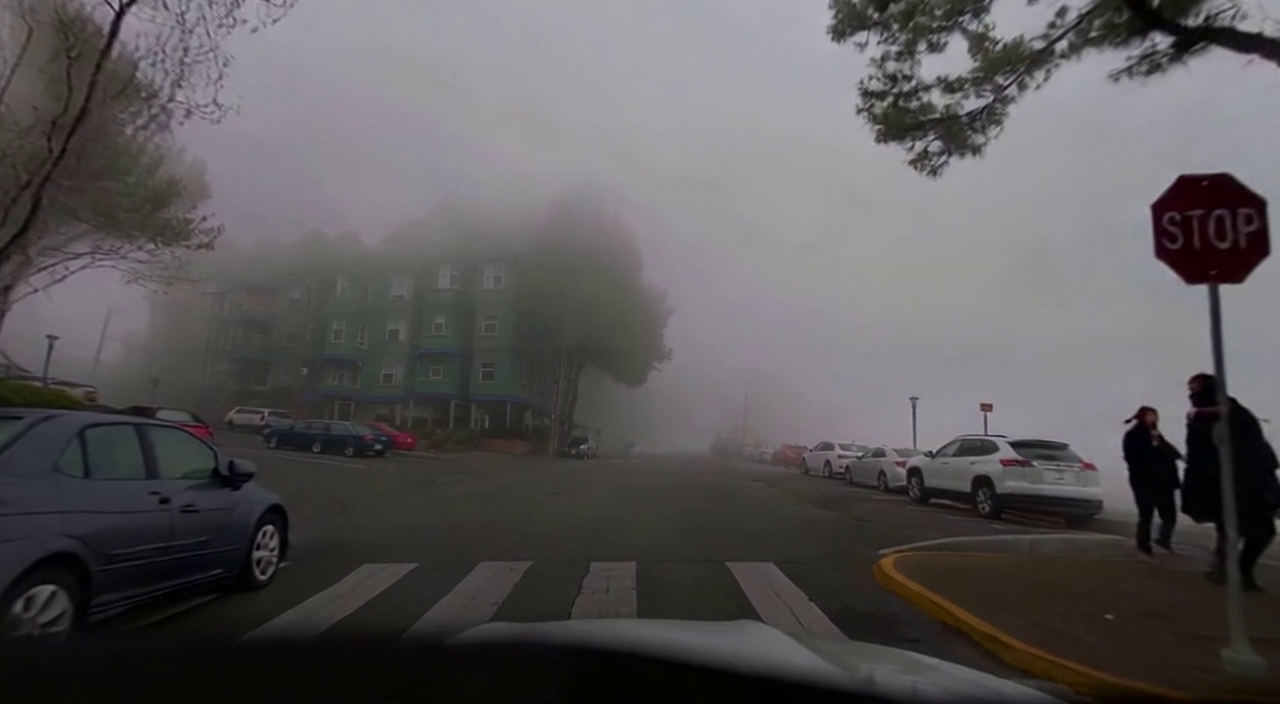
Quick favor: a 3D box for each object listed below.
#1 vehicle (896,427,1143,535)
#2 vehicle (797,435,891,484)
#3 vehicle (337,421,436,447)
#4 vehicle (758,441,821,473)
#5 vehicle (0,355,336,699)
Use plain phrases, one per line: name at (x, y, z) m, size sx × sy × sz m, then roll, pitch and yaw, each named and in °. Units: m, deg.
vehicle at (7.476, 2.566, 13.299) m, size 2.181 × 1.792 × 5.066 m, roll 0°, pitch -8°, yaw 2°
vehicle at (7.867, 4.178, 24.921) m, size 1.917 × 1.704 × 4.840 m, roll 0°, pitch -9°, yaw -2°
vehicle at (-13.624, 4.475, 34.194) m, size 4.603 × 1.335 × 1.889 m, roll 1°, pitch -9°, yaw -8°
vehicle at (7.884, 5.564, 33.738) m, size 2.122 × 1.554 × 4.777 m, roll 0°, pitch -8°, yaw -1°
vehicle at (-4.564, 1.146, 4.915) m, size 2.285 × 1.712 × 5.200 m, roll 1°, pitch -9°, yaw -6°
